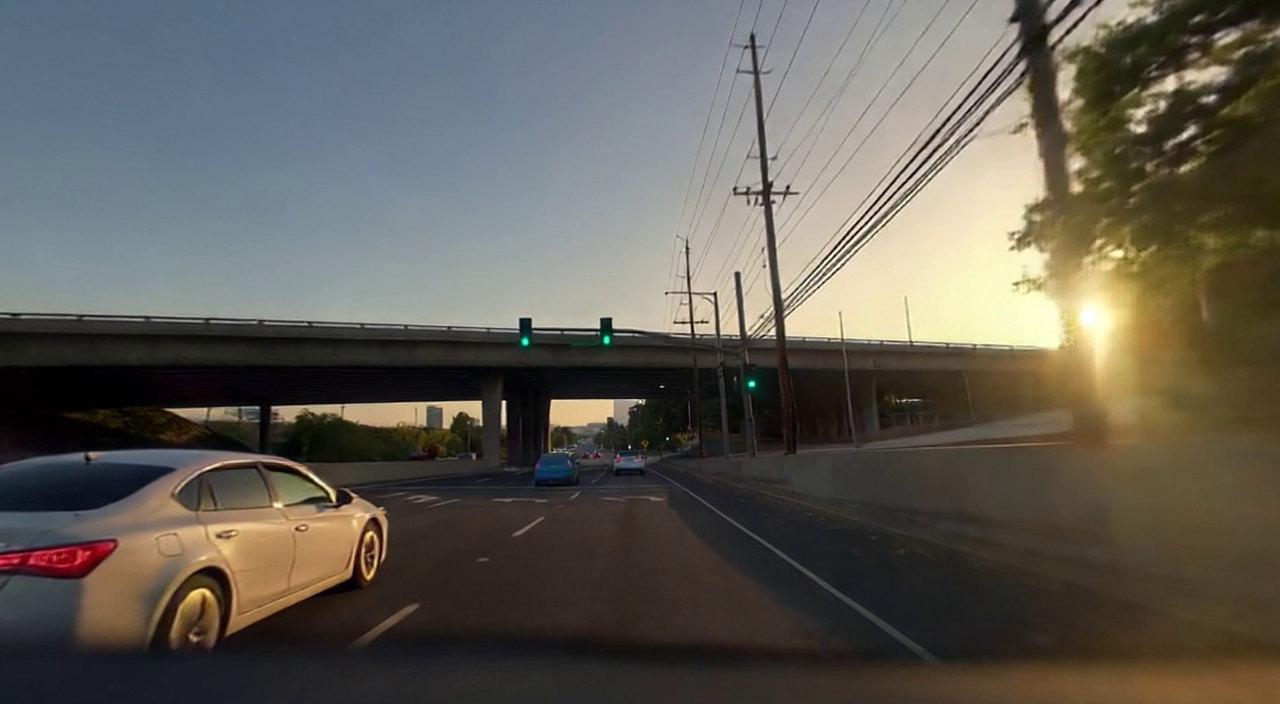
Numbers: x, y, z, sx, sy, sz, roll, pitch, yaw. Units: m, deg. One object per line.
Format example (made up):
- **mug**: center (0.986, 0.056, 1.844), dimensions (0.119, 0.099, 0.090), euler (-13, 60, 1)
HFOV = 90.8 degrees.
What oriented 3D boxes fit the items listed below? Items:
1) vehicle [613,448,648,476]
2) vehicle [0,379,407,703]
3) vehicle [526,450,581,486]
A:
- **vehicle**: center (-0.603, 6.679, 38.473), dimensions (1.985, 1.565, 3.968), euler (0, -8, -2)
- **vehicle**: center (-3.529, 1.259, 4.730), dimensions (1.925, 1.666, 4.271), euler (0, -8, 0)
- **vehicle**: center (-3.828, 5.205, 28.658), dimensions (1.946, 1.437, 4.154), euler (0, -8, 0)
